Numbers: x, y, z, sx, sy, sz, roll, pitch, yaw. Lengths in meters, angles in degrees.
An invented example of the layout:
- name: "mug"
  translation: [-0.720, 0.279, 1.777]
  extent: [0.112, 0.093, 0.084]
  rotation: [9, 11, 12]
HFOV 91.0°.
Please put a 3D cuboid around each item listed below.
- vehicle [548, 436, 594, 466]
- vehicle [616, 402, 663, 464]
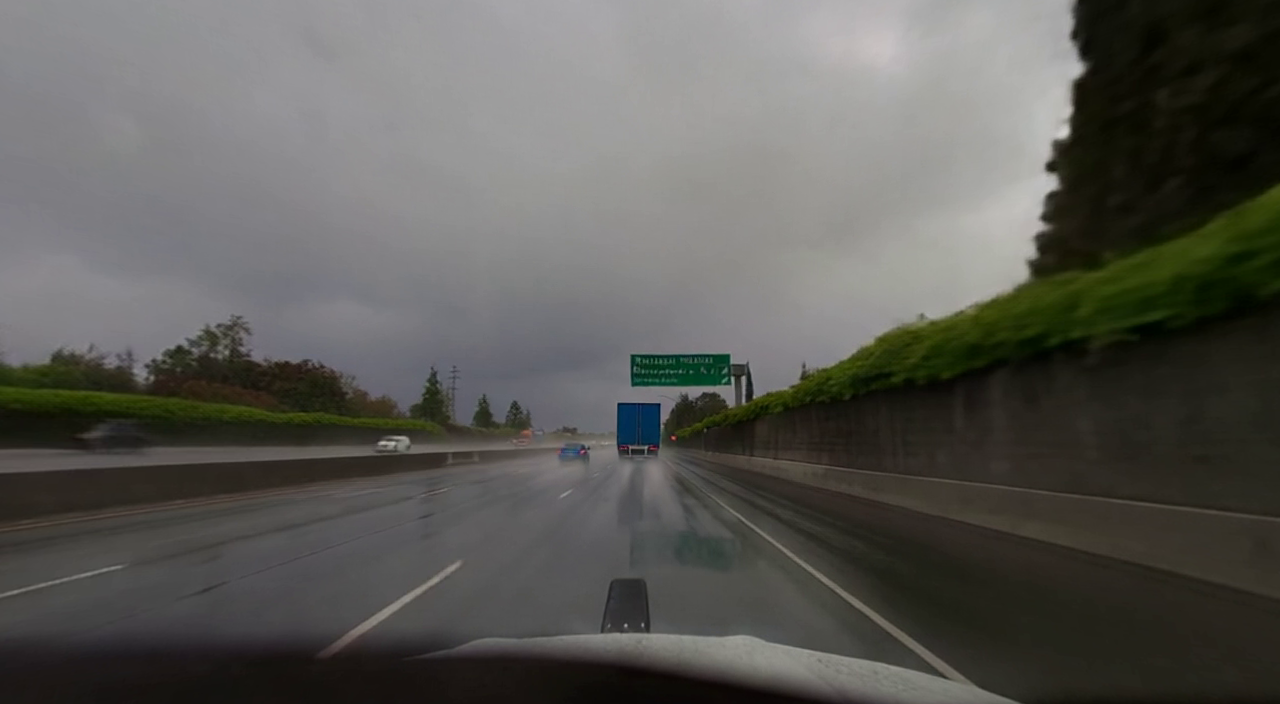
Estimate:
- name: "vehicle"
  translation: [-4.140, 6.048, 38.514]
  extent: [2.186, 1.716, 4.672]
  rotation: [0, -8, 0]
- name: "vehicle"
  translation: [-0.130, 6.485, 49.417]
  extent: [3.078, 4.031, 16.069]
  rotation: [0, -8, -1]
